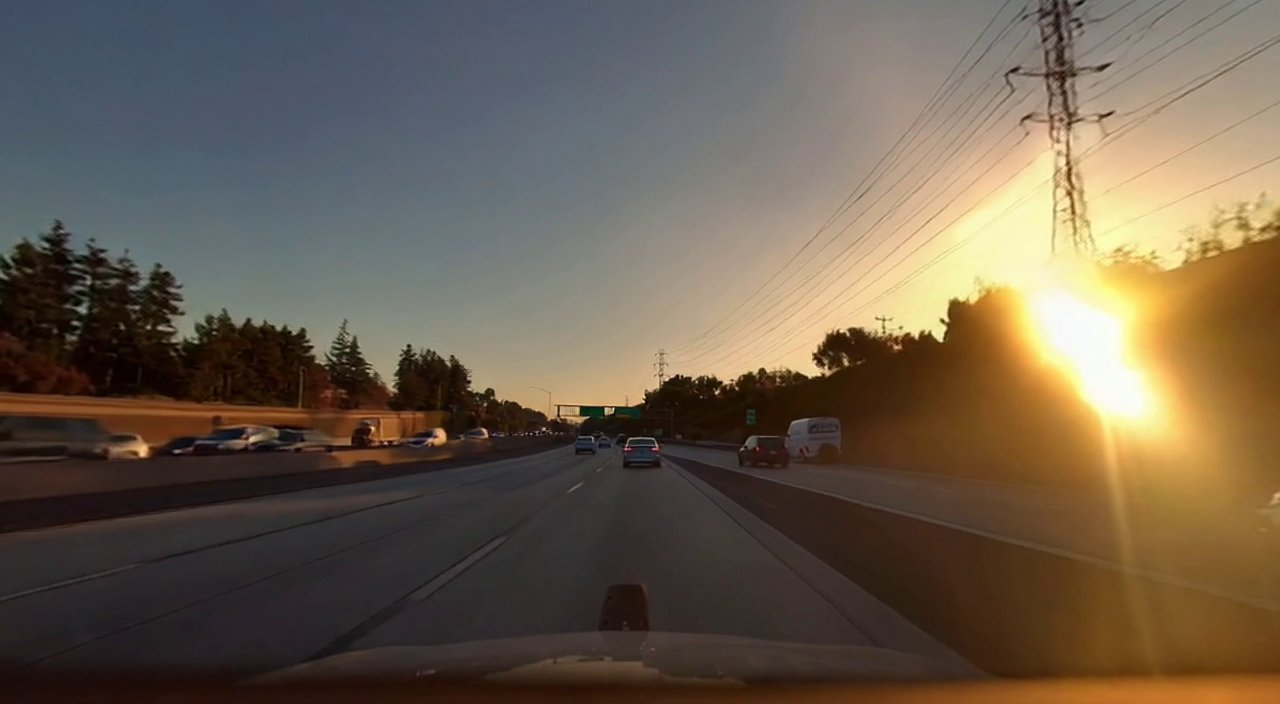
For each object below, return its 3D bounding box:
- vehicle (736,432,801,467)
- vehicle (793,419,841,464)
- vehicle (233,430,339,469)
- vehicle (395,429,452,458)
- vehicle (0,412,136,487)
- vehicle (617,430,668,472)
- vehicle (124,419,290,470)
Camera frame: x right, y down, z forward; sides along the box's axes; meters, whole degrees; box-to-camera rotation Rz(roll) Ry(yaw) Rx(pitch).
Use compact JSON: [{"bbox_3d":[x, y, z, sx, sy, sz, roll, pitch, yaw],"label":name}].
[{"bbox_3d":[6.706,5.156,33.462,2.099,1.720,4.829,0,-8,-5],"label":"vehicle"},{"bbox_3d":[11.509,5.828,41.162,2.162,2.775,2.707,0,-8,-4],"label":"vehicle"},{"bbox_3d":[-16.041,4.451,28.965,2.055,1.611,4.851,0,-8,0],"label":"vehicle"},{"bbox_3d":[-16.449,7.019,48.364,2.339,2.062,5.804,0,-8,-1],"label":"vehicle"},{"bbox_3d":[-16.500,2.518,16.235,2.188,1.786,5.759,0,-8,1],"label":"vehicle"},{"bbox_3d":[0.075,4.566,29.240,2.192,1.769,4.287,0,-8,-1],"label":"vehicle"},{"bbox_3d":[-20.354,4.454,30.355,2.860,2.155,7.249,0,-8,0],"label":"vehicle"}]
